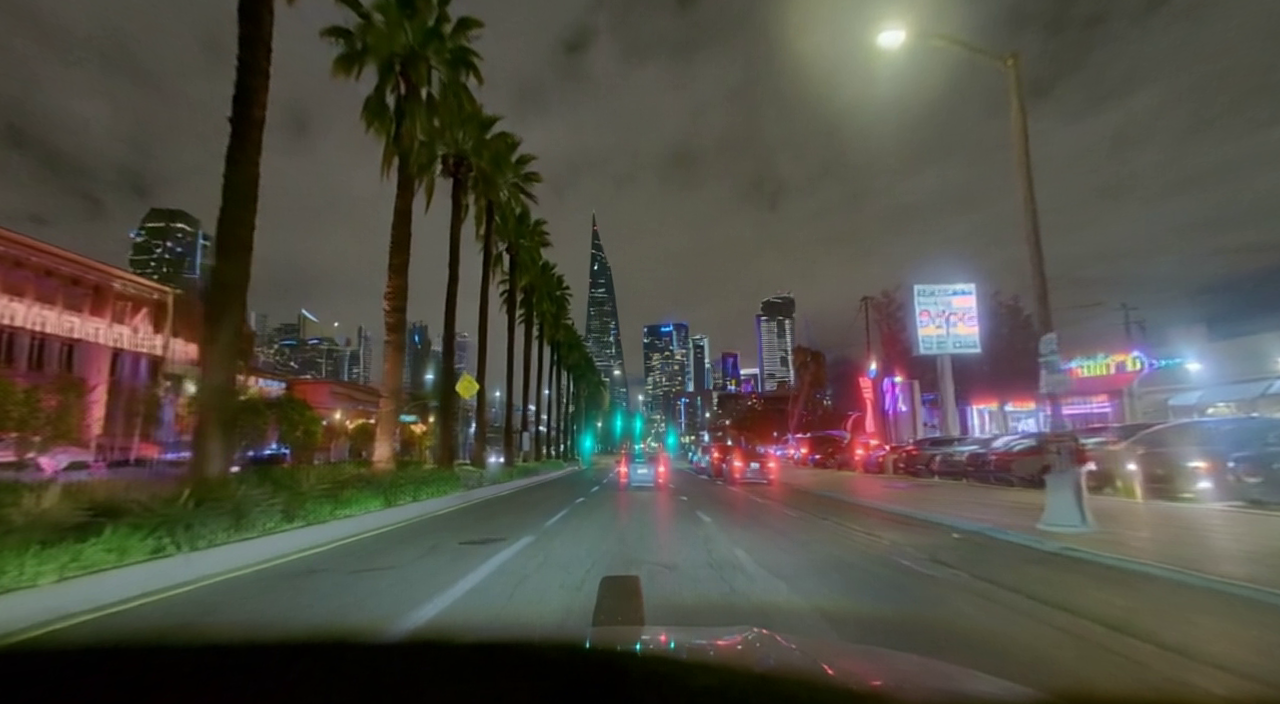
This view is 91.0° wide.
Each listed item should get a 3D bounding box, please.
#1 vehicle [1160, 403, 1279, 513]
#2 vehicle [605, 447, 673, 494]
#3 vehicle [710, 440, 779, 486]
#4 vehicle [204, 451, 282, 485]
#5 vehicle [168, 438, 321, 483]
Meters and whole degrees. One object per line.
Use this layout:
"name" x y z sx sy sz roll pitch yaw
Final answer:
"vehicle" 12.801 1.911 11.441 4.583 1.794 2.453 1 -9 -4
"vehicle" -0.028 4.205 22.792 2.235 1.528 3.876 0 -9 0
"vehicle" 4.408 4.769 27.357 2.136 1.774 4.778 0 -9 0
"vehicle" -26.449 7.741 42.205 2.277 2.133 4.869 1 -10 -5
"vehicle" -30.578 8.448 49.937 3.081 3.048 13.223 0 -9 3
